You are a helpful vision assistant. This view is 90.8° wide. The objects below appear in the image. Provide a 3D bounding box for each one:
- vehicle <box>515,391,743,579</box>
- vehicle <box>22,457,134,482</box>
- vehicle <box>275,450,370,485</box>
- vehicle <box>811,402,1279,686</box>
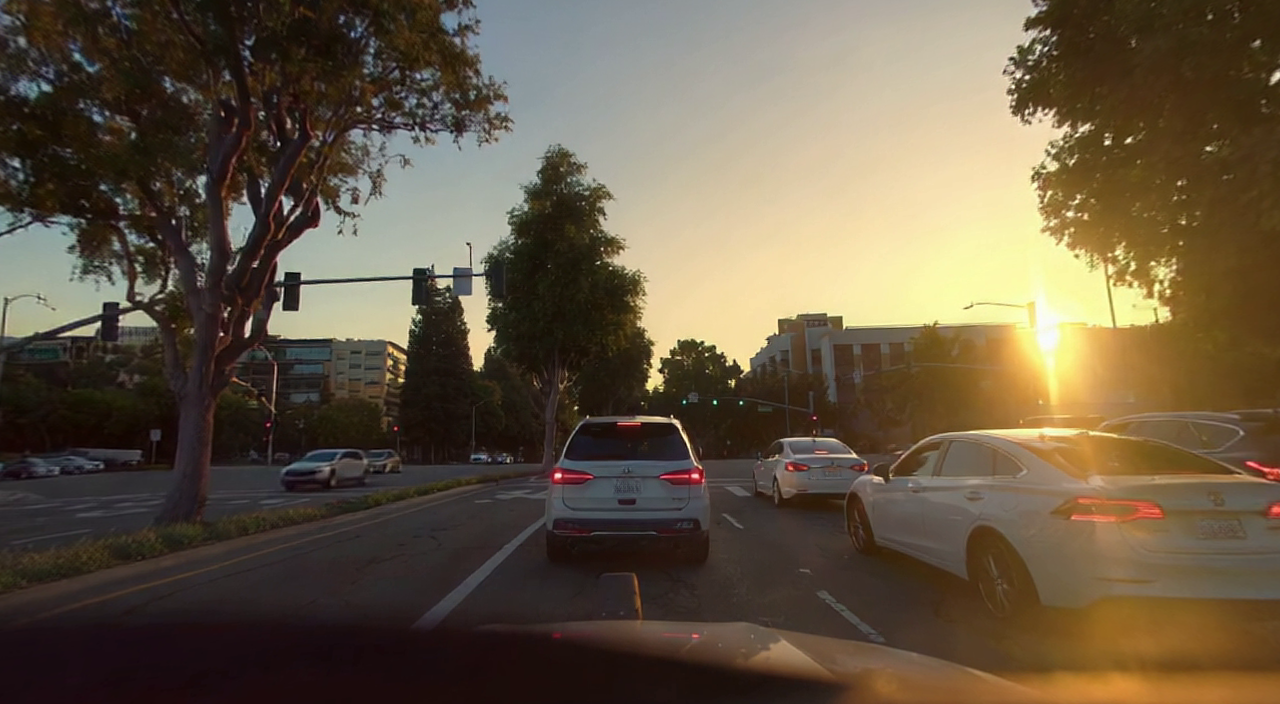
[{"bbox_3d":[-0.209,1.628,8.466,2.236,1.827,4.316,0,-9,-3],"label":"vehicle"},{"bbox_3d":[-35.106,7.351,39.590,4.845,1.442,1.880,2,-9,-13],"label":"vehicle"},{"bbox_3d":[-14.623,5.320,29.424,2.035,1.454,4.513,0,-9,0],"label":"vehicle"},{"bbox_3d":[3.359,1.421,5.966,2.034,1.558,4.774,0,-9,-1],"label":"vehicle"}]
